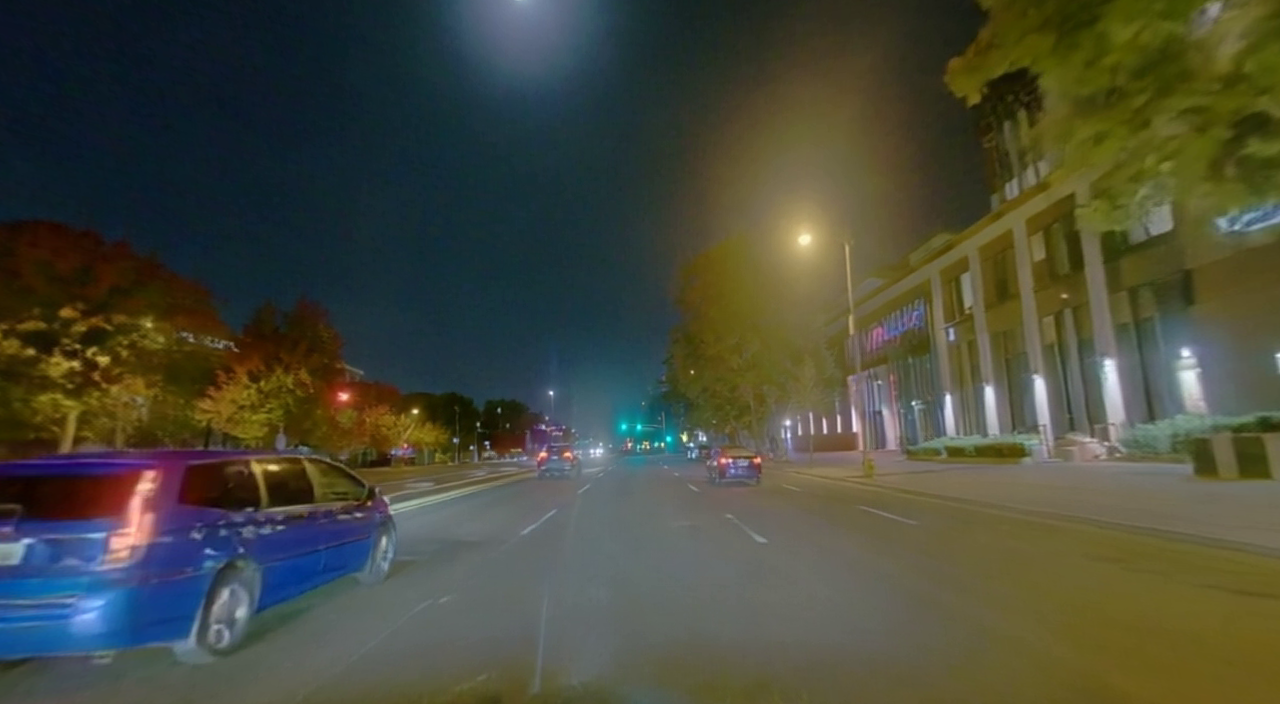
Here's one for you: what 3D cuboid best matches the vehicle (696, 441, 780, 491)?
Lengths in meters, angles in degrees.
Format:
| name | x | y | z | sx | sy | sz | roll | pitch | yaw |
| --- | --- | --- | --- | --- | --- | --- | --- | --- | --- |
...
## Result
| name | x | y | z | sx | sy | sz | roll | pitch | yaw |
| --- | --- | --- | --- | --- | --- | --- | --- | --- | --- |
| vehicle | 3.209 | 3.823 | 21.585 | 1.961 | 1.482 | 4.538 | 0 | -9 | -2 |

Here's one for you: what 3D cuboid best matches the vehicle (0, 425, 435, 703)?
| name | x | y | z | sx | sy | sz | roll | pitch | yaw |
| --- | --- | --- | --- | --- | --- | --- | --- | --- | --- |
| vehicle | -3.537 | 1.444 | 5.424 | 2.060 | 1.466 | 4.387 | 0 | -9 | 0 |

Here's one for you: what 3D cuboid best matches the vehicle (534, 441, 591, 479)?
| name | x | y | z | sx | sy | sz | roll | pitch | yaw |
| --- | --- | --- | --- | --- | --- | --- | --- | --- | --- |
| vehicle | -3.692 | 5.265 | 30.989 | 2.145 | 1.694 | 4.642 | 0 | -9 | 1 |
